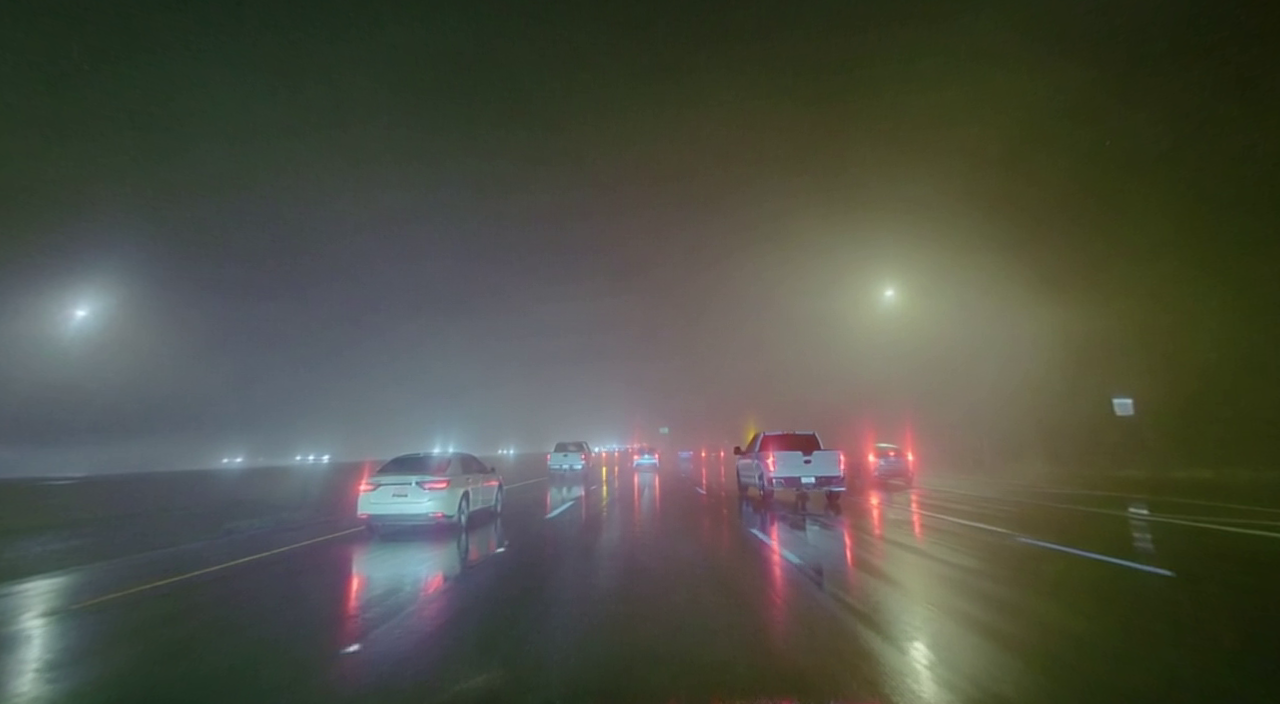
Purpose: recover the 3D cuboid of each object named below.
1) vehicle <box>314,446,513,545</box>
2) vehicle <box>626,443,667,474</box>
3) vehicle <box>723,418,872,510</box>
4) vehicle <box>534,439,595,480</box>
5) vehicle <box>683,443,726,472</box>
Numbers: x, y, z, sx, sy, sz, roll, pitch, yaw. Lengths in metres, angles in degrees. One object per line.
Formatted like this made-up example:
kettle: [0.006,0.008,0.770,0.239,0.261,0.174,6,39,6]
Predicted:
vehicle: [-3.760,2.429,11.403,1.947,1.424,4.264,0,-9,1]
vehicle: [0.359,5.878,34.920,2.147,1.572,4.094,0,-9,0]
vehicle: [3.703,2.787,16.126,2.340,1.925,5.529,0,-9,-1]
vehicle: [-3.497,5.088,30.148,2.176,1.783,4.799,0,-9,2]
vehicle: [3.950,6.535,39.174,2.145,1.636,4.437,0,-9,-1]
